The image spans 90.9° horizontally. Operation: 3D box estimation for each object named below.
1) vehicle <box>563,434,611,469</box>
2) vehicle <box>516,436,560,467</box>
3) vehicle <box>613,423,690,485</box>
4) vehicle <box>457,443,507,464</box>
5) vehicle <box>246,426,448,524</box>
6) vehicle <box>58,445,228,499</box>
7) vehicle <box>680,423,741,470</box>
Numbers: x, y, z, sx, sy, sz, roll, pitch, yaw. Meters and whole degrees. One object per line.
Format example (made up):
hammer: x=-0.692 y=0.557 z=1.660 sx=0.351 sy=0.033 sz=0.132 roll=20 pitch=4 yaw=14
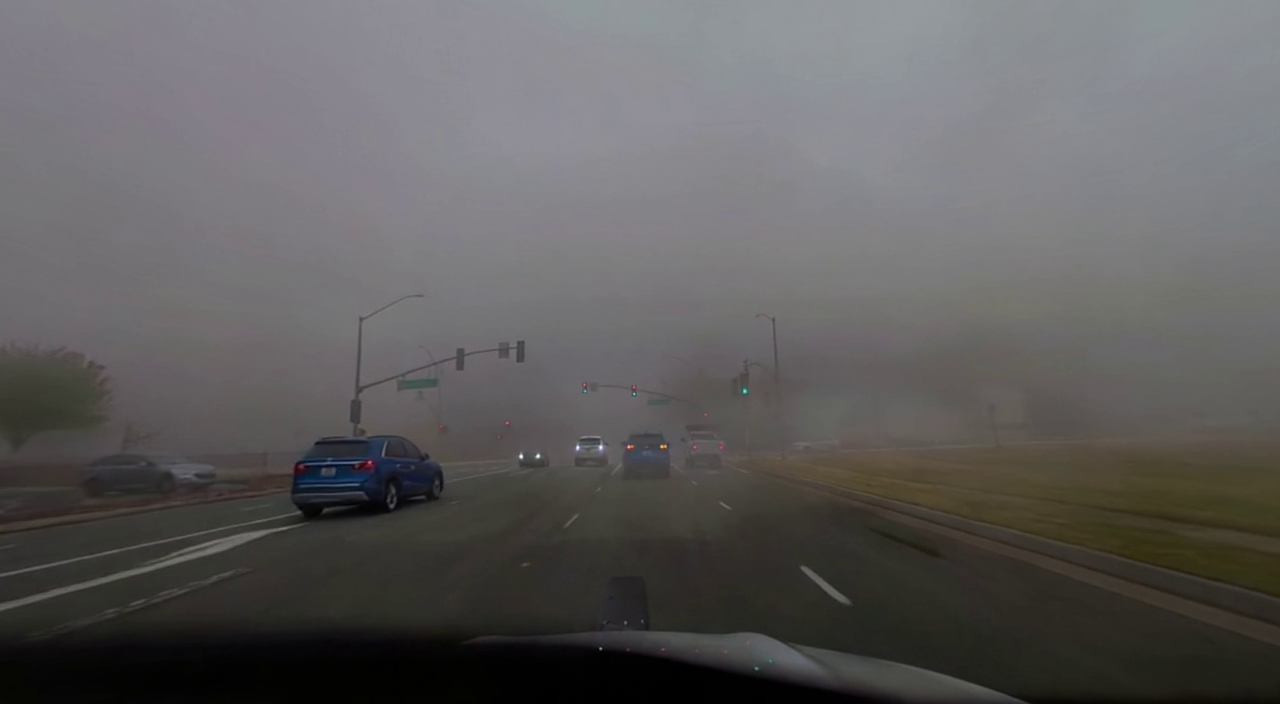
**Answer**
vehicle: x=-2.599 y=5.057 z=32.134 sx=2.058 sy=1.659 sz=4.514 roll=0 pitch=-8 yaw=0
vehicle: x=-5.800 y=5.719 z=36.310 sx=2.108 sy=1.689 sz=4.316 roll=0 pitch=-9 yaw=-4
vehicle: x=0.348 y=3.312 z=20.664 sx=2.235 sy=1.778 sz=4.178 roll=0 pitch=-8 yaw=0
vehicle: x=-12.312 y=7.840 z=48.817 sx=1.860 sy=1.517 sz=4.460 roll=8 pitch=-11 yaw=-40
vehicle: x=-5.752 y=2.469 z=13.180 sx=2.052 sy=1.664 sz=4.476 roll=0 pitch=-9 yaw=0
vehicle: x=-18.610 y=4.488 z=23.797 sx=4.571 sy=1.857 sz=2.172 roll=-1 pitch=-9 yaw=1
vehicle: x=3.347 y=4.685 z=31.282 sx=2.338 sy=2.063 sz=5.672 roll=0 pitch=-9 yaw=0
